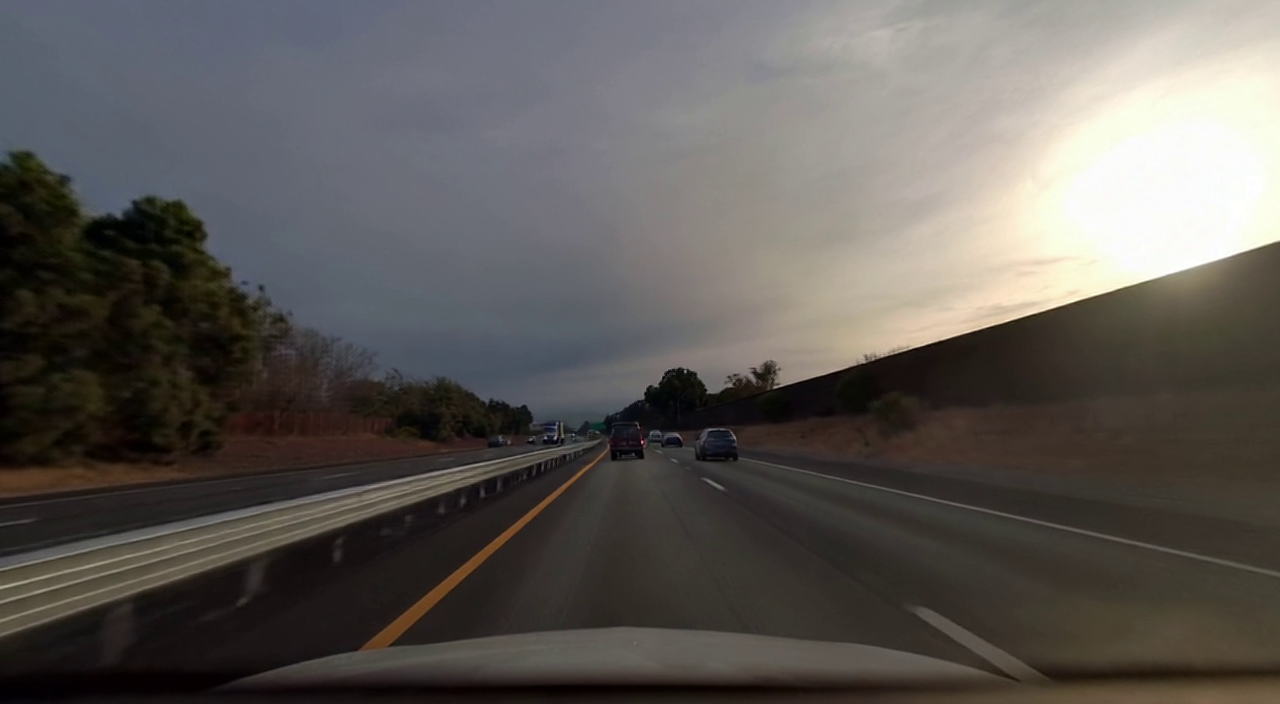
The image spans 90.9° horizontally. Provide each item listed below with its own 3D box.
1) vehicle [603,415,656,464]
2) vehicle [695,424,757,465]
[{"bbox_3d":[-0.499,4.027,29.067,2.270,2.044,4.633,0,-8,-1],"label":"vehicle"},{"bbox_3d":[3.588,3.956,27.147,1.981,1.606,3.956,1,-8,-2],"label":"vehicle"}]
